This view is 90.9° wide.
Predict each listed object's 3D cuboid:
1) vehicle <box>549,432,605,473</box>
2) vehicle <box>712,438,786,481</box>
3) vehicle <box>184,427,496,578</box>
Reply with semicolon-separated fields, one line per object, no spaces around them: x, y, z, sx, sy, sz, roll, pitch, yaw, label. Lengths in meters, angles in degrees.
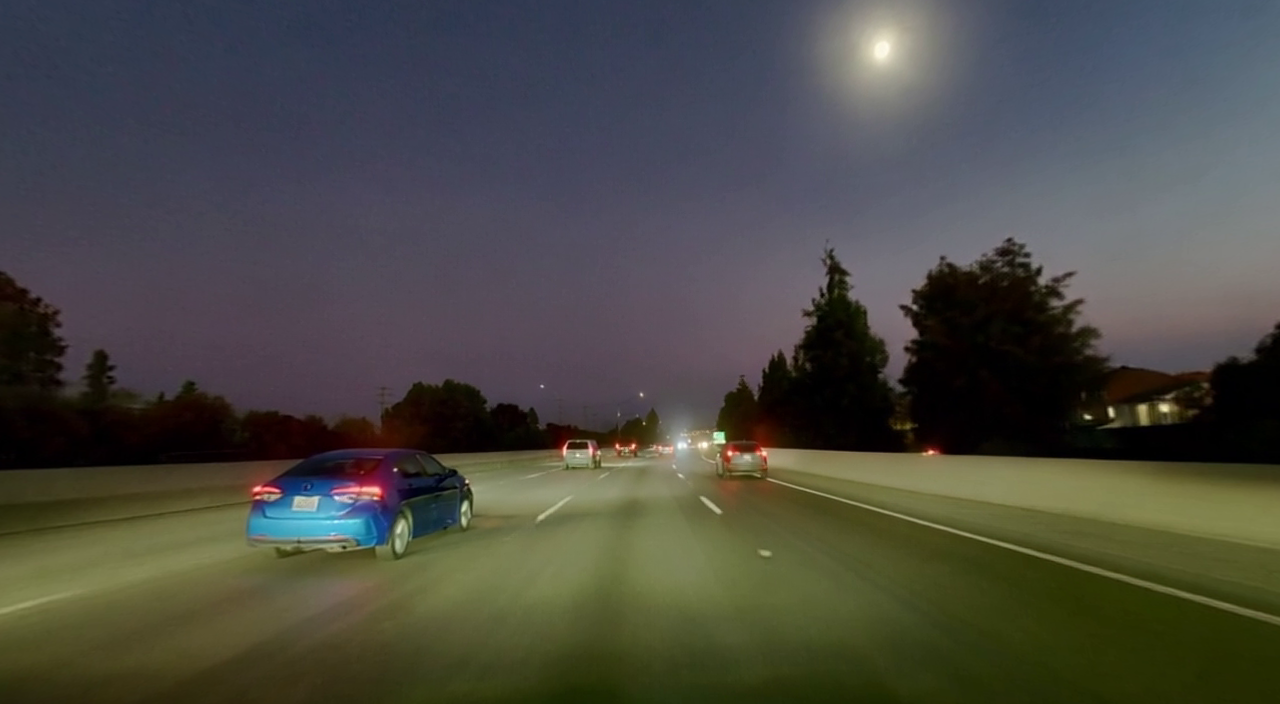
-2.995;4.950;31.087;2.122;1.847;4.696;0;-8;2;vehicle
4.038;4.065;24.130;2.100;1.472;4.533;0;-8;1;vehicle
-3.481;1.825;8.515;1.948;1.475;4.461;0;-8;1;vehicle
